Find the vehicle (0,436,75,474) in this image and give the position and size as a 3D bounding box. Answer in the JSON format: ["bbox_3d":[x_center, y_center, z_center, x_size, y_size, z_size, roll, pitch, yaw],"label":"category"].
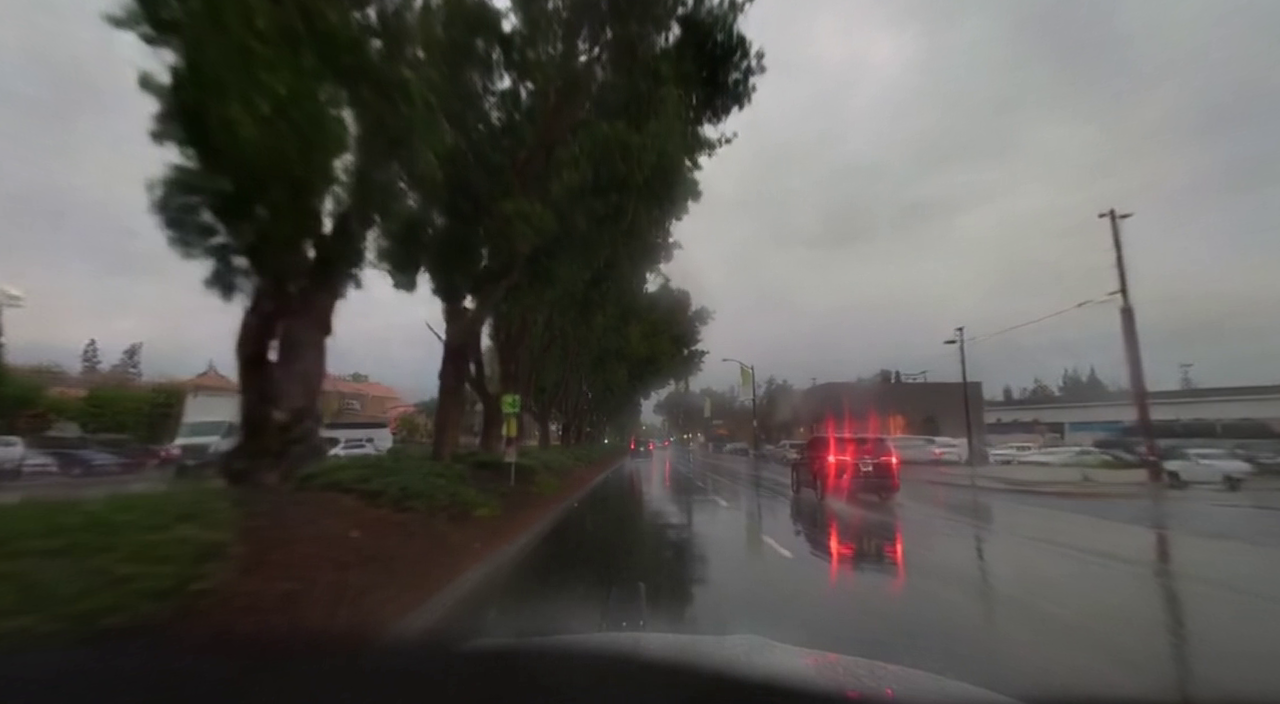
[{"bbox_3d":[-25.845,4.132,25.549,4.063,1.459,2.004,0,-8,4],"label":"vehicle"}]

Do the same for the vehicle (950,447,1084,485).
[{"bbox_3d":[17.230,5.160,29.015,1.924,1.561,4.849,8,-11,-42],"label":"vehicle"}]

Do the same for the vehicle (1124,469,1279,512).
[{"bbox_3d":[20.167,4.833,22.170,4.671,1.349,1.976,0,-8,-1],"label":"vehicle"}]

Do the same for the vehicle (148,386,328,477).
[{"bbox_3d":[-18.798,3.899,30.466,3.086,3.767,8.298,0,-8,0],"label":"vehicle"}]

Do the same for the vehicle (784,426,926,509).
[{"bbox_3d":[4.823,2.643,14.828,2.072,1.669,3.836,0,-8,2],"label":"vehicle"}]
